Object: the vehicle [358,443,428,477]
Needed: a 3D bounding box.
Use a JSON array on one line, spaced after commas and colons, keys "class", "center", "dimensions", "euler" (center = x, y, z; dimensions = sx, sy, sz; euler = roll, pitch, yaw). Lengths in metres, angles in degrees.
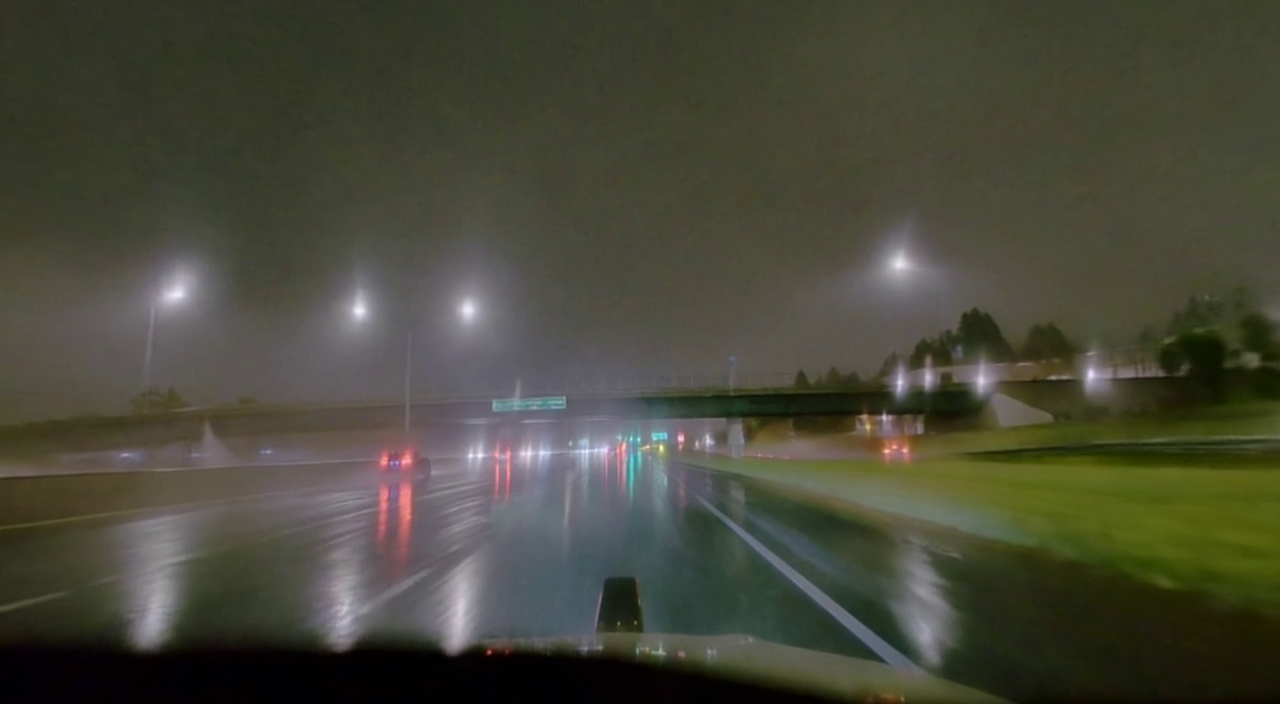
[{"class": "vehicle", "center": [-14.404, 6.314, 37.234], "dimensions": [2.049, 1.792, 5.177], "euler": [0, -9, 0]}]
